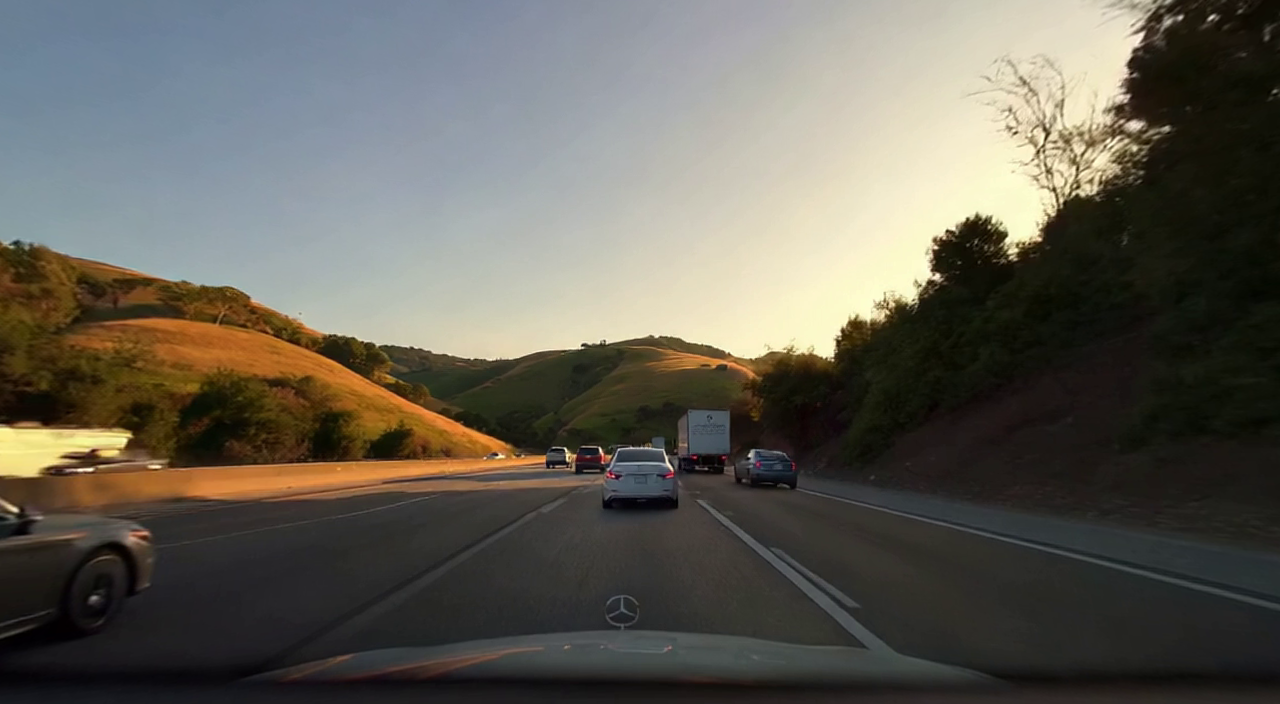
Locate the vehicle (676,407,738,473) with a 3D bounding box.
[{"bbox_3d":[4.646,6.778,47.612,3.194,4.038,16.301,0,-9,1],"label":"vehicle"}]

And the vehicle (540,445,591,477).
[{"bbox_3d":[-4.084,6.057,35.310,2.211,1.669,4.224,-1,-9,2],"label":"vehicle"}]

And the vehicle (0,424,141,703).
[{"bbox_3d":[-4.290,0.966,2.241,1.848,1.486,3.832,0,-9,0],"label":"vehicle"}]

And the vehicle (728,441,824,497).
[{"bbox_3d":[4.217,3.717,20.409,2.029,1.579,4.484,0,-9,-1],"label":"vehicle"}]

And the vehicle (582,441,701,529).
[{"bbox_3d":[0.019,2.581,12.703,2.041,1.484,3.535,0,-9,0],"label":"vehicle"}]
